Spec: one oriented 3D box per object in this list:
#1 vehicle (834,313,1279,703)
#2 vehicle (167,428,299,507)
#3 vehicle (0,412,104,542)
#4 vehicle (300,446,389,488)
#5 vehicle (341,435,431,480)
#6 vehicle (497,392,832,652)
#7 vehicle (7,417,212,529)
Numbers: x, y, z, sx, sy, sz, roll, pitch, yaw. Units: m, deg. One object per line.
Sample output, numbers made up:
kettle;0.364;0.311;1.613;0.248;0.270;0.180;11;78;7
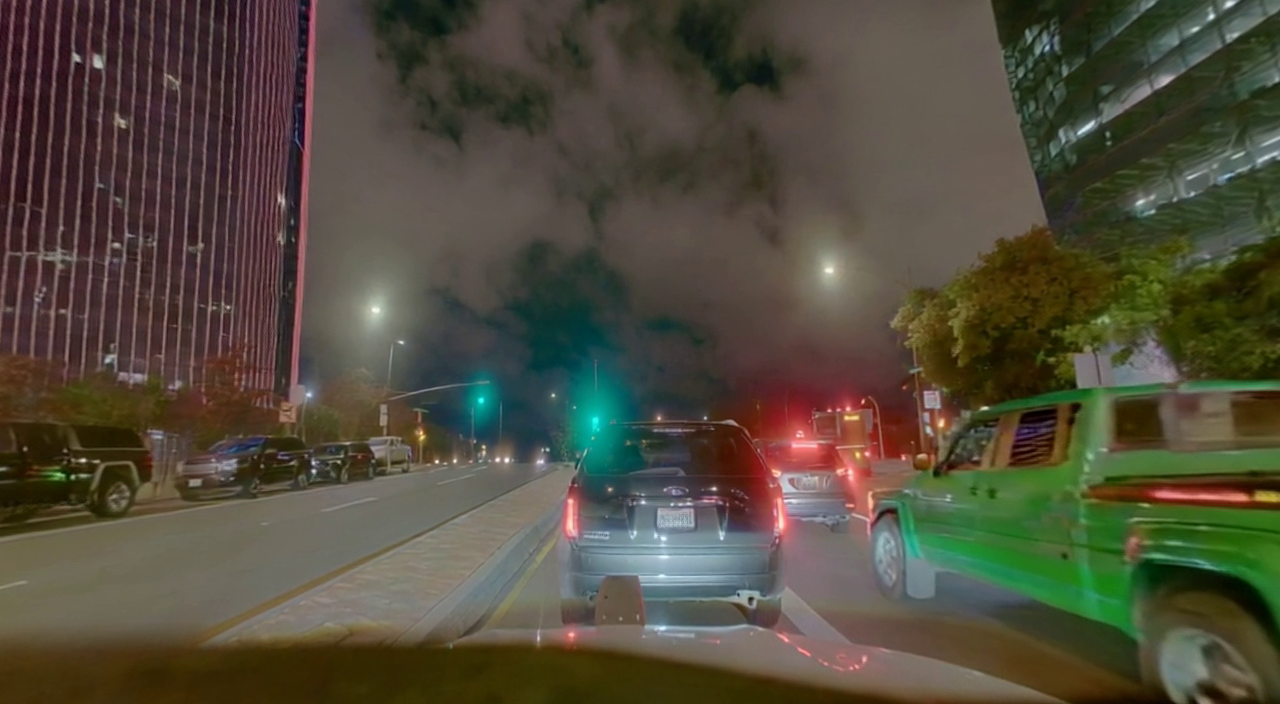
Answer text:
vehicle;2.934;1.004;3.589;2.097;1.697;5.065;0;-8;1
vehicle;-11.218;3.169;17.699;1.559;1.973;3.419;1;-9;-5
vehicle;-10.485;1.918;9.727;1.543;1.946;3.454;1;-9;-6
vehicle;-11.576;4.499;25.091;1.791;1.463;4.210;0;-9;-4
vehicle;-12.093;5.062;30.601;2.338;1.963;5.740;0;-9;-4
vehicle;0.208;1.422;6.303;2.192;1.695;4.142;0;-8;1
vehicle;-10.861;2.459;13.288;1.482;2.019;3.297;0;-9;-4
